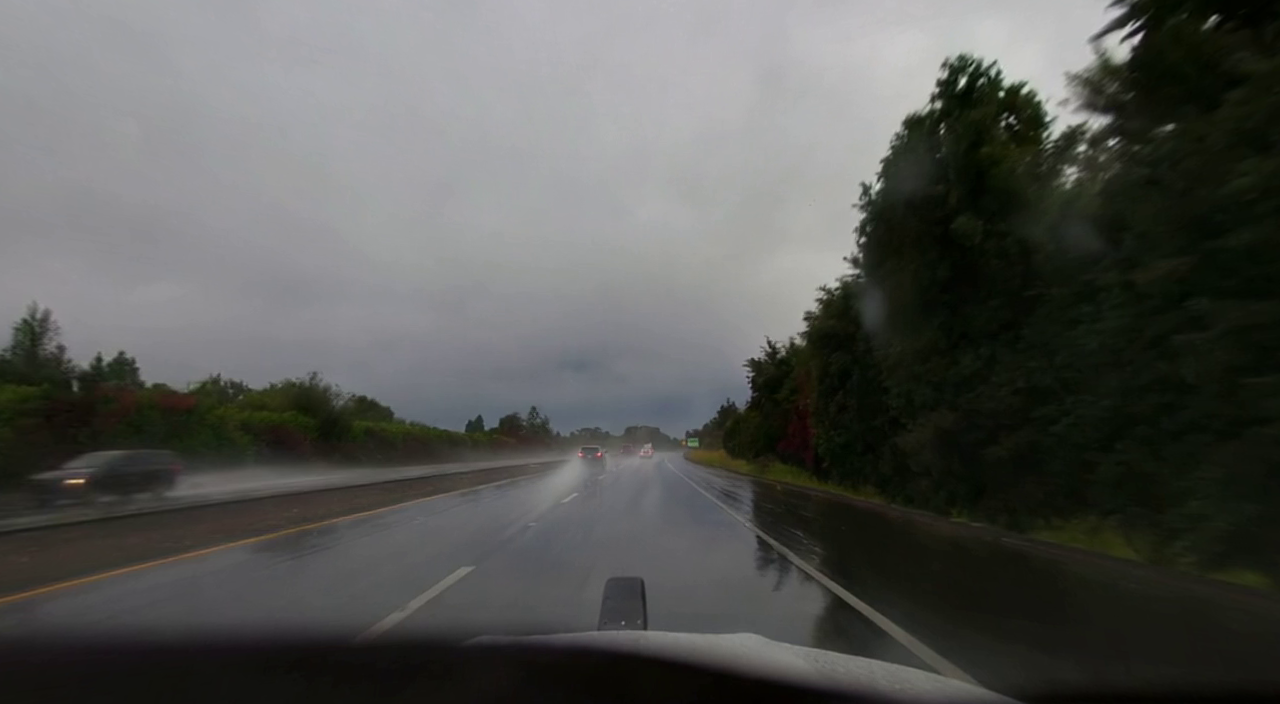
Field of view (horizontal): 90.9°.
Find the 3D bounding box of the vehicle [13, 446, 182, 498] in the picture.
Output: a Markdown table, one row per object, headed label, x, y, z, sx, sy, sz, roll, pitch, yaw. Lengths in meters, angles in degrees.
| label | x | y | z | sx | sy | sz | roll | pitch | yaw |
| --- | --- | --- | --- | --- | --- | --- | --- | --- | --- |
| vehicle | -16.452 | 3.625 | 19.406 | 1.768 | 1.435 | 3.802 | 0 | -9 | 1 |
